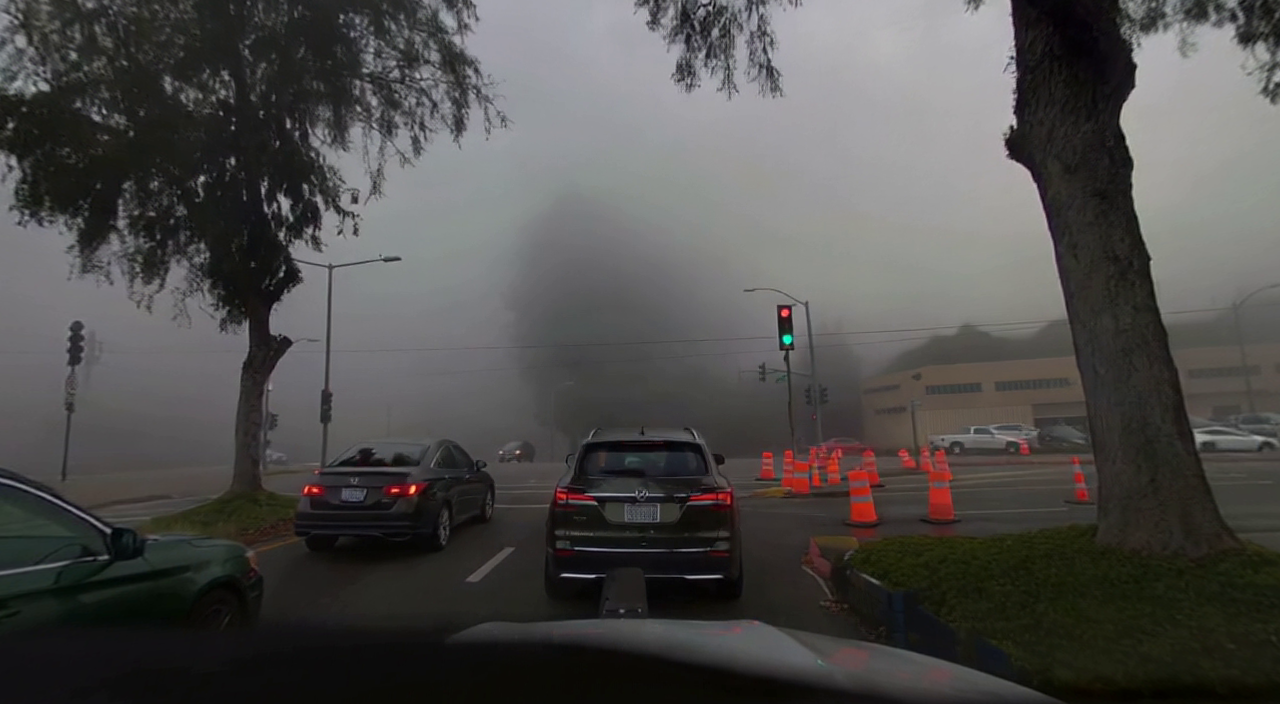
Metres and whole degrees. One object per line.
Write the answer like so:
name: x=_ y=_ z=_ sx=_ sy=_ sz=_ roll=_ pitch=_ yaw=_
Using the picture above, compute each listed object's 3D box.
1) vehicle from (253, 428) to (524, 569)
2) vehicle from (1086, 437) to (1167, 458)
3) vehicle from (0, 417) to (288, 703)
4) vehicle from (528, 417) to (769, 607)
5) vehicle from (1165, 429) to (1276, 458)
vehicle: x=-3.268 y=1.998 z=9.439 sx=1.989 sy=1.541 sz=4.626 roll=0 pitch=-9 yaw=2
vehicle: x=36.438 y=7.170 z=47.196 sx=4.581 sy=1.480 sz=1.752 roll=1 pitch=-9 yaw=0
vehicle: x=-3.593 y=0.947 z=2.144 sx=1.964 sy=1.497 sz=4.722 roll=0 pitch=-9 yaw=1
vehicle: x=0.116 y=1.627 z=7.207 sx=2.021 sy=1.560 sz=3.676 roll=0 pitch=-9 yaw=1
vehicle: x=37.529 y=5.914 z=40.816 sx=5.043 sy=1.759 sz=2.085 roll=0 pitch=-9 yaw=1
